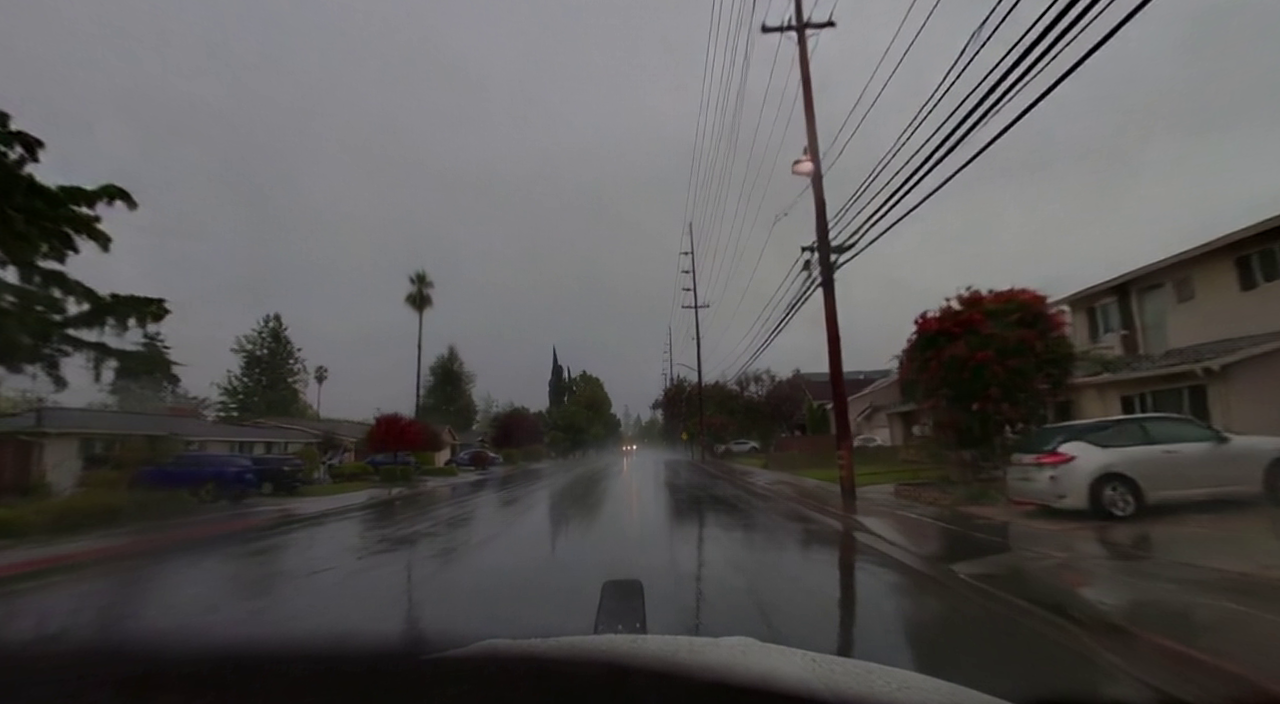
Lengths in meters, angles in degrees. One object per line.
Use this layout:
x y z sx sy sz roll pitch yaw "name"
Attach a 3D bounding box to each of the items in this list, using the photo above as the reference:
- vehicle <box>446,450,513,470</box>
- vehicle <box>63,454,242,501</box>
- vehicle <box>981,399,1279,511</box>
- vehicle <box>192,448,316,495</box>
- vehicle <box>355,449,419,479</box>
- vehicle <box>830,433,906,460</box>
-12.570 8.466 49.547 4.718 1.454 1.843 -1 -8 6 "vehicle"
-16.694 4.297 21.827 4.519 1.508 2.018 0 -8 2 "vehicle"
9.235 1.818 11.355 4.952 1.775 2.089 0 -8 -1 "vehicle"
-15.489 4.792 25.404 4.265 1.583 1.913 -6 -8 18 "vehicle"
-15.184 6.698 38.158 1.816 1.614 4.866 0 -8 1 "vehicle"
14.570 6.046 40.547 4.078 1.516 1.798 -3 -8 2 "vehicle"
